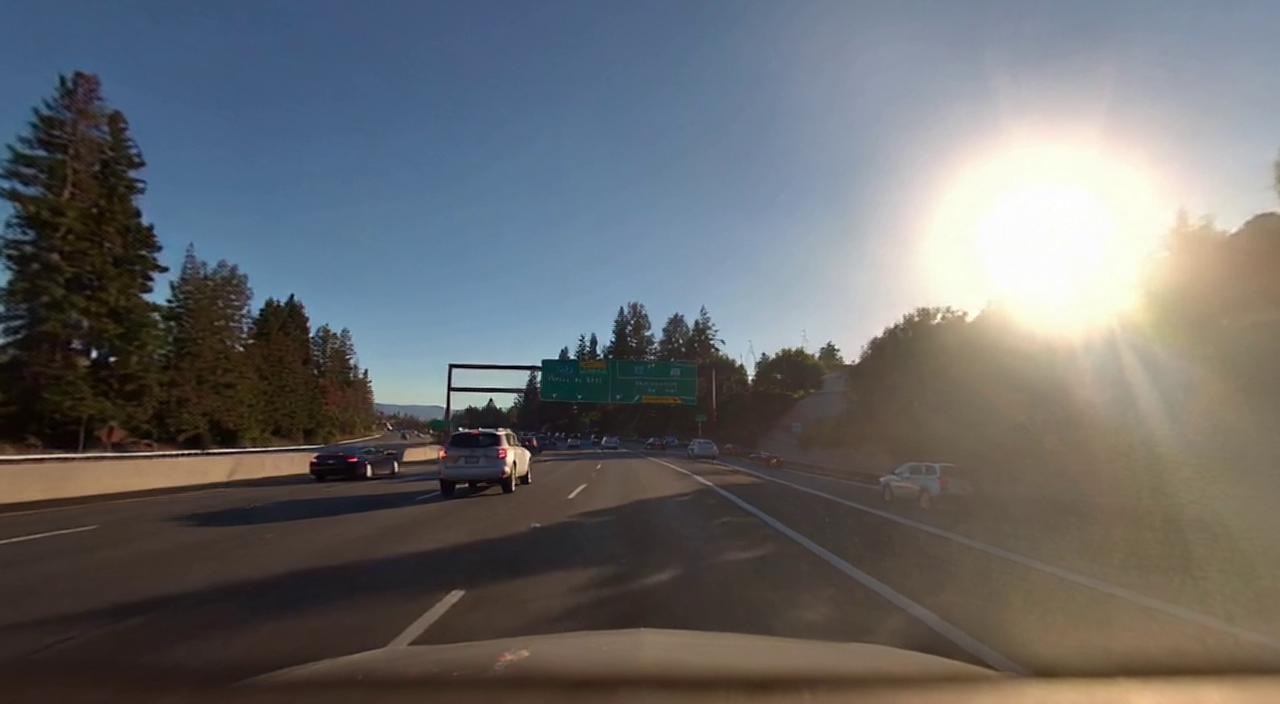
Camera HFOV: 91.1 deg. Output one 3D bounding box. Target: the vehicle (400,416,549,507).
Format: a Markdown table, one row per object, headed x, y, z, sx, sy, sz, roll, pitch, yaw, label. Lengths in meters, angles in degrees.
| x | y | z | sx | sy | sz | roll | pitch | yaw | label |
| --- | --- | --- | --- | --- | --- | --- | --- | --- | --- |
| -3.650 | 2.540 | 15.012 | 2.142 | 1.789 | 5.009 | 0 | -8 | 1 | vehicle |
